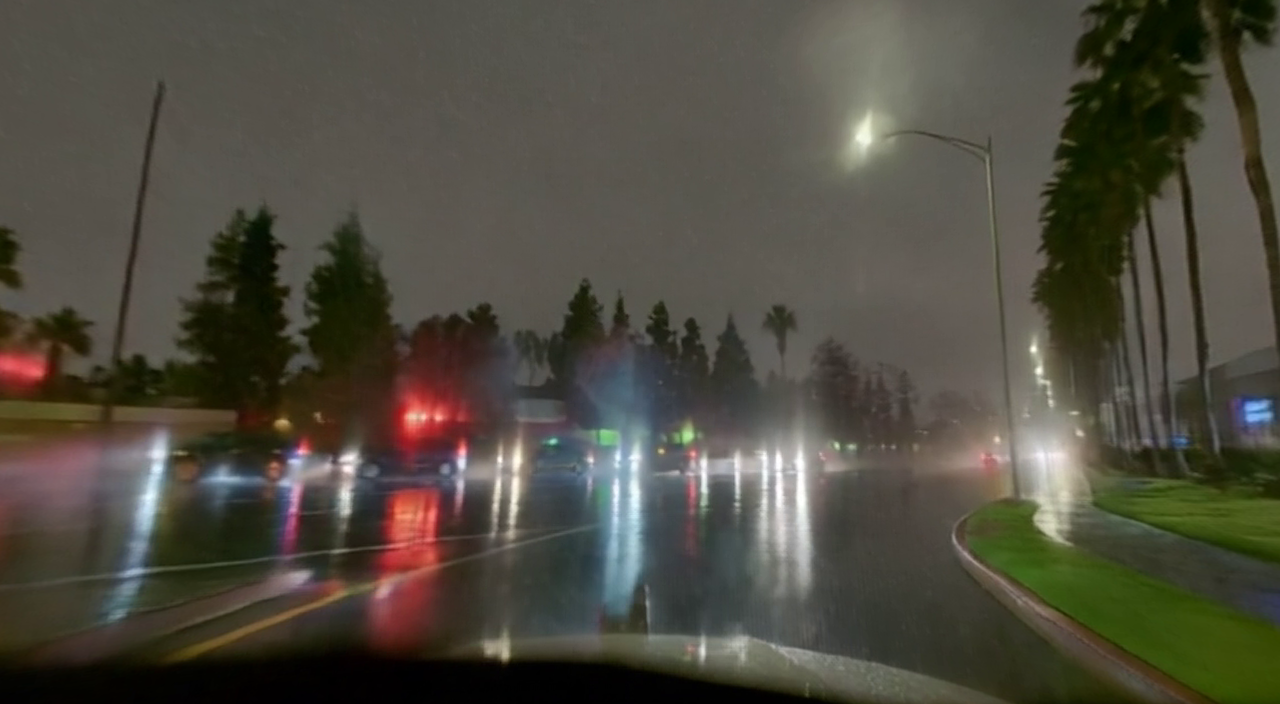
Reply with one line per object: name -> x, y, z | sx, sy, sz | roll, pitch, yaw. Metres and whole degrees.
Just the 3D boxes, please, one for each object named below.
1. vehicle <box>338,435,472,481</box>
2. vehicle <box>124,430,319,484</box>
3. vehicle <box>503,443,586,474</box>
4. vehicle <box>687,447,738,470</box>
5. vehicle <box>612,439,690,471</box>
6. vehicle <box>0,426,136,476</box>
vehicle -> -8.771, 3.958, 23.785 | 1.844, 1.543, 4.356 | -6, -10, 37
vehicle -> -14.022, 3.553, 21.381 | 1.865, 1.593, 5.112 | -9, -12, 37
vehicle -> -5.049, 5.668, 33.516 | 1.857, 1.474, 4.291 | -9, -12, 36
vehicle -> 5.441, 7.878, 46.686 | 1.813, 1.535, 4.306 | -6, -11, 37
vehicle -> 0.799, 6.742, 41.304 | 2.184, 1.904, 5.617 | -9, -12, 37
vehicle -> -24.285, 3.986, 25.383 | 2.071, 1.839, 5.616 | -6, -10, 37
